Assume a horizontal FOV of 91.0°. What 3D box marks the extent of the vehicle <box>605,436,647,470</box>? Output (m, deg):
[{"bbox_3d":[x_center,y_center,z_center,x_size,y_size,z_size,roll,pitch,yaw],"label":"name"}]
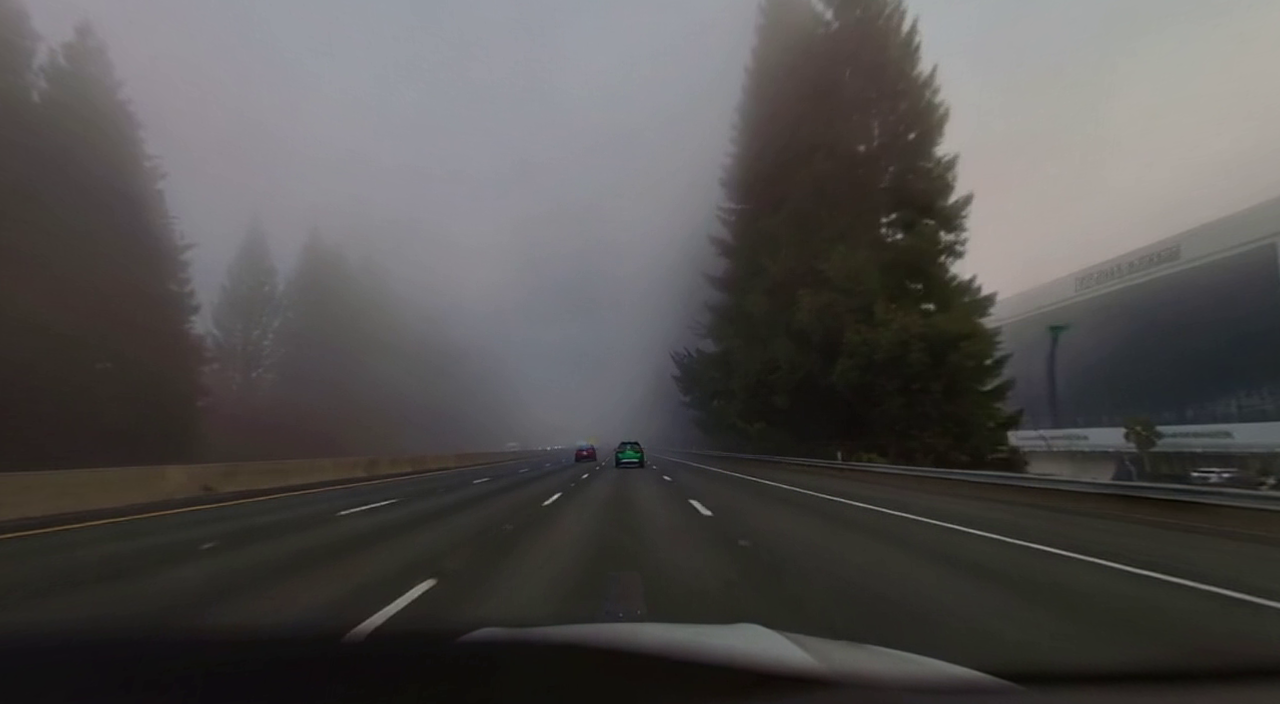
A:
[{"bbox_3d":[-0.821,5.882,36.712,2.302,1.810,4.707,0,-8,-1],"label":"vehicle"}]
